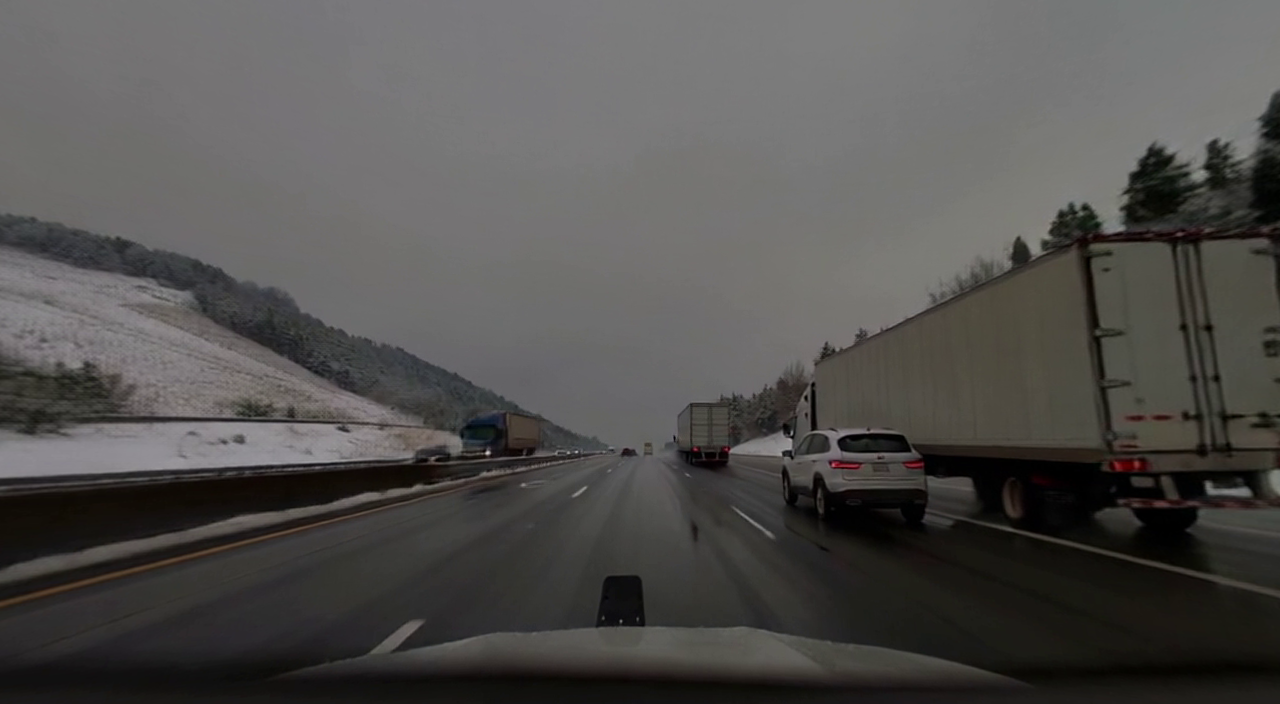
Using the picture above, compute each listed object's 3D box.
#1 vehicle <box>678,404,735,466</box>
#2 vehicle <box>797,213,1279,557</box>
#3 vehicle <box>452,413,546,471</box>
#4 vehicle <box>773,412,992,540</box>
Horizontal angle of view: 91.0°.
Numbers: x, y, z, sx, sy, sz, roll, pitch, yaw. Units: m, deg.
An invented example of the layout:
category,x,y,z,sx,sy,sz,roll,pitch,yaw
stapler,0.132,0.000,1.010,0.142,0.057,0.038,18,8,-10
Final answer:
category,x,y,z,sx,sy,sz,roll,pitch,yaw
vehicle,4.670,6.216,46.444,3.049,3.968,10.706,0,-9,0
vehicle,7.349,1.535,15.659,2.947,4.199,16.175,0,-9,1
vehicle,-8.913,6.049,42.045,3.049,3.230,13.174,0,-9,1
vehicle,3.790,2.024,10.829,2.055,1.737,4.224,0,-9,0
